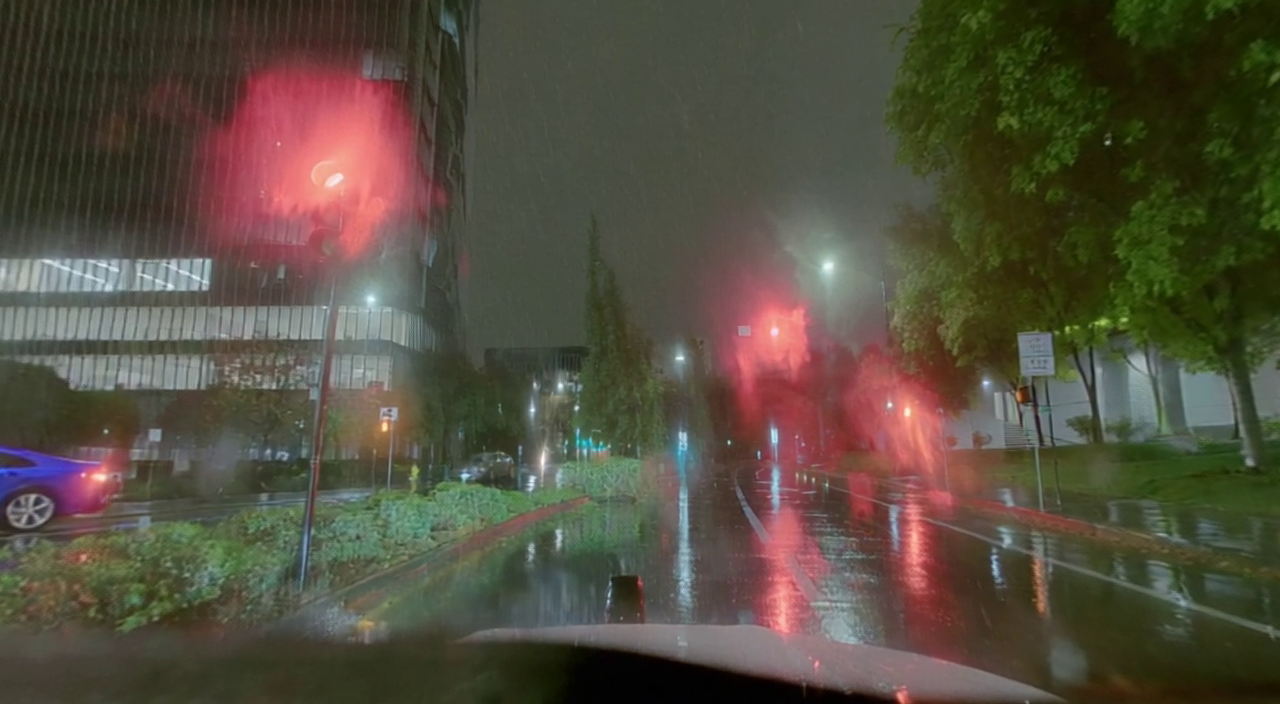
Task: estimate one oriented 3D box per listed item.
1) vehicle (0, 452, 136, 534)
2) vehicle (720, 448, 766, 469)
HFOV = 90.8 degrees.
[{"bbox_3d":[-12.858,2.715,12.273,4.598,1.490,1.816,7,-11,-40],"label":"vehicle"},{"bbox_3d":[7.858,8.123,48.418,1.829,1.440,4.384,2,-9,-14],"label":"vehicle"}]
